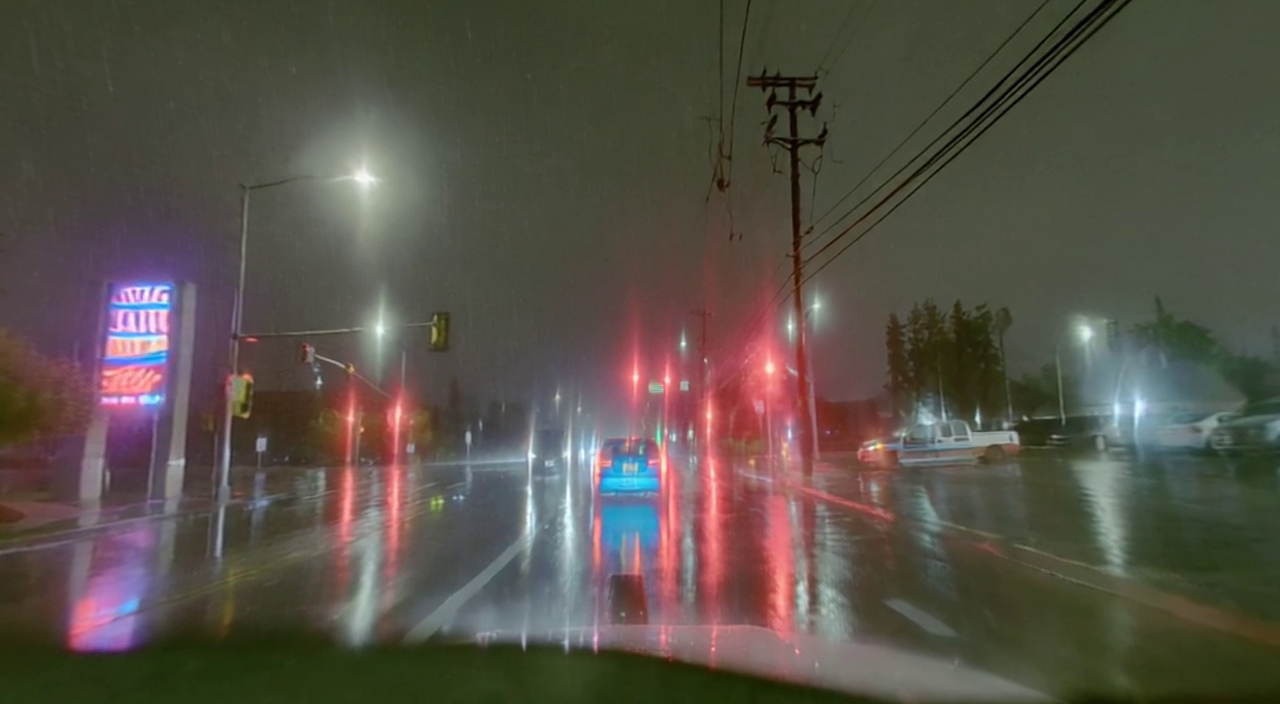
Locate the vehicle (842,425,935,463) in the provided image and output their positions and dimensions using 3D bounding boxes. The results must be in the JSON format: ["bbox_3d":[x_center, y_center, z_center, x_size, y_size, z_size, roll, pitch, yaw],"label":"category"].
[{"bbox_3d":[10.547,3.951,27.165,1.842,1.471,4.481,1,-8,-6],"label":"vehicle"}]

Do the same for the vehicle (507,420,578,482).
[{"bbox_3d":[-3.175,3.314,21.382,2.106,1.852,4.512,1,-8,-6],"label":"vehicle"}]

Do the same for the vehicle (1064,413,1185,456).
[{"bbox_3d":[18.612,3.184,24.188,4.446,1.511,1.977,4,-10,-29],"label":"vehicle"}]

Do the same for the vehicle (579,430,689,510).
[{"bbox_3d":[-0.183,2.527,14.010,2.070,1.481,4.216,0,-8,-2],"label":"vehicle"}]

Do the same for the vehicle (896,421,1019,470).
[{"bbox_3d":[10.418,3.126,21.109,1.888,1.455,4.268,0,-8,0],"label":"vehicle"}]
